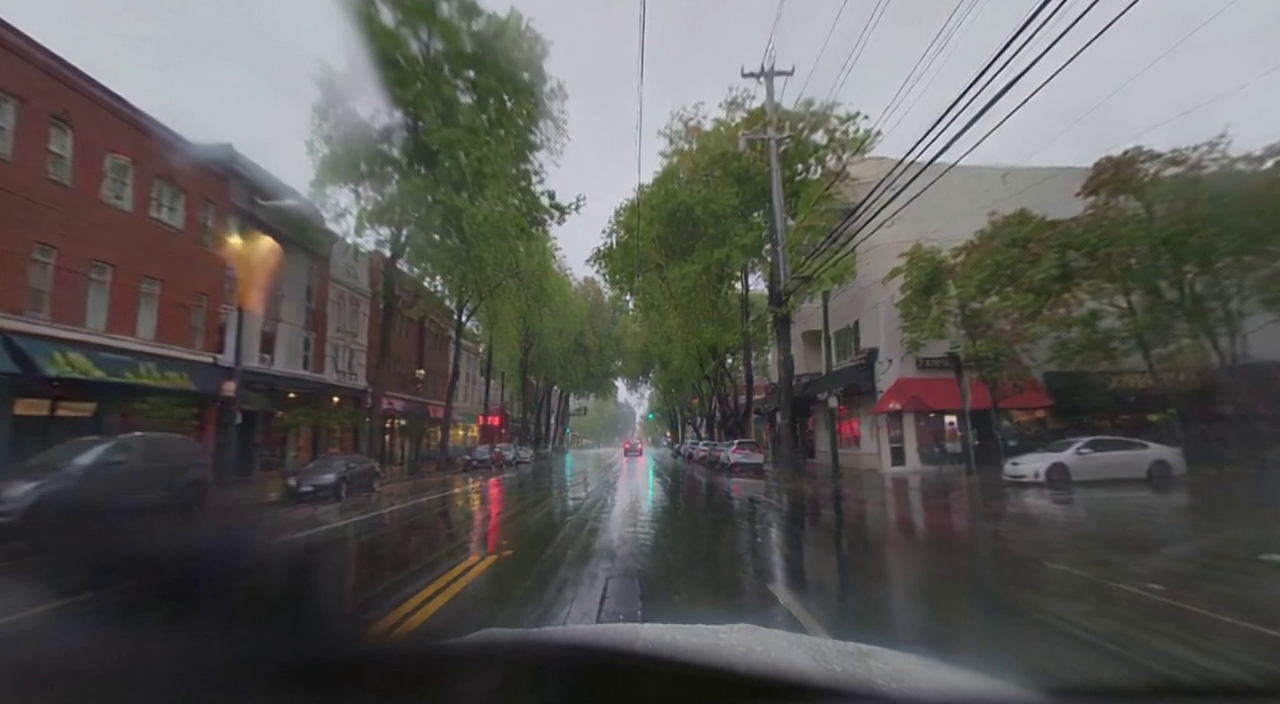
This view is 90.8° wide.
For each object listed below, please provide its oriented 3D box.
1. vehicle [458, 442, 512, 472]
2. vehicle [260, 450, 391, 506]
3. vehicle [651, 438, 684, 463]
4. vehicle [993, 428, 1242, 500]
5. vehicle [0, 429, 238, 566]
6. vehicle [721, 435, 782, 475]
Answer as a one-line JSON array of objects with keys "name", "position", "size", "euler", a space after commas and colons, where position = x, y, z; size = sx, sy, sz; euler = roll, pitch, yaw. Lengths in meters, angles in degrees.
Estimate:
[{"name": "vehicle", "position": [-10.058, 6.810, 41.448], "size": [2.081, 1.819, 5.607], "euler": [-1, -8, 0]}, {"name": "vehicle", "position": [-9.847, 3.948, 20.334], "size": [1.802, 1.397, 5.226], "euler": [0, -8, -3]}, {"name": "vehicle", "position": [1.855, 6.805, 43.822], "size": [1.998, 1.580, 4.015], "euler": [0, -8, -2]}, {"name": "vehicle", "position": [11.891, 2.794, 16.022], "size": [4.563, 1.633, 2.144], "euler": [0, -8, -1]}, {"name": "vehicle", "position": [-9.663, 2.319, 10.971], "size": [2.037, 1.826, 4.987], "euler": [-1, -8, 0]}, {"name": "vehicle", "position": [5.479, 5.124, 31.821], "size": [2.042, 1.787, 5.110], "euler": [0, -8, -1]}]
